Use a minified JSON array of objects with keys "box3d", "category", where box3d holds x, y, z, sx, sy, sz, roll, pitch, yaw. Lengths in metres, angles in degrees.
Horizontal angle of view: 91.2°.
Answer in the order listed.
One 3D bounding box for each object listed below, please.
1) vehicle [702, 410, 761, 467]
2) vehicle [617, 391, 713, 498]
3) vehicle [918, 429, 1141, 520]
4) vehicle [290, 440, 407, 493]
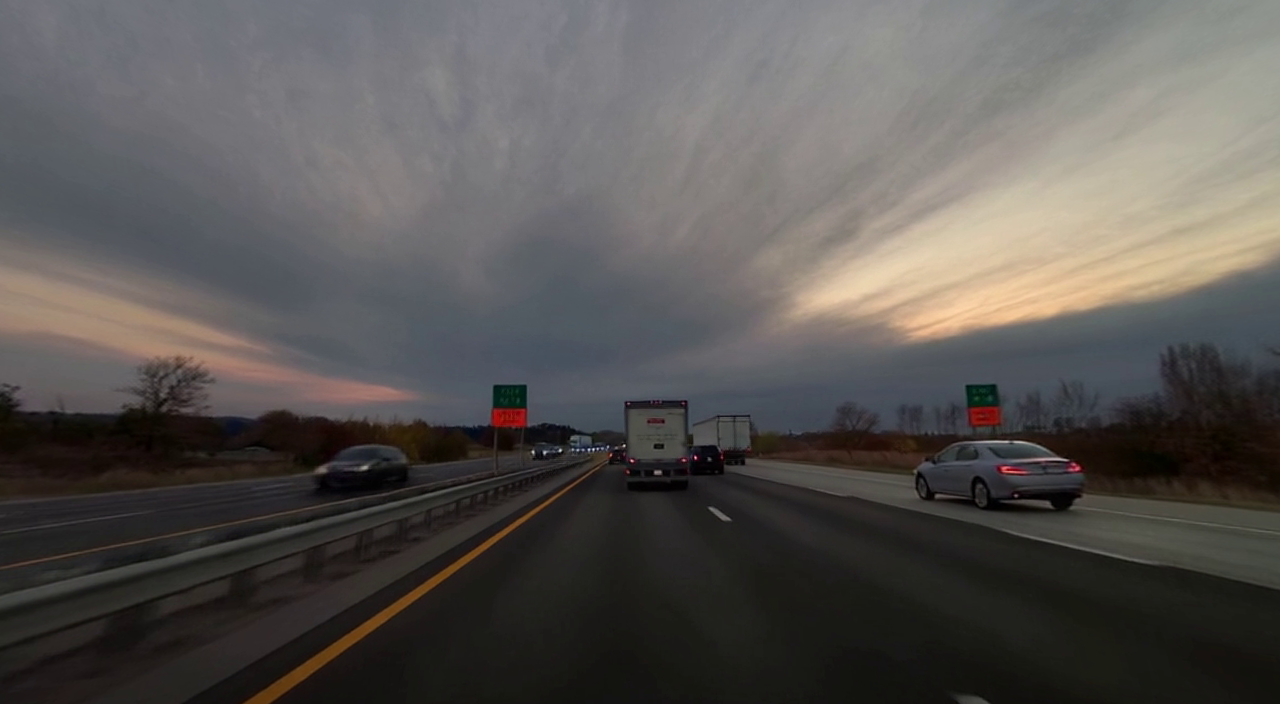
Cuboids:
[{"box3d":[6.916,6.833,48.989,2.928,3.900,10.014,0,-9,0],"category":"vehicle"},{"box3d":[0.959,2.881,19.450,2.506,2.743,6.093,-1,-9,6],"category":"vehicle"},{"box3d":[7.528,2.385,12.670,1.988,1.534,3.763,0,-9,-2],"category":"vehicle"},{"box3d":[-9.647,3.800,21.167,1.918,1.578,4.140,0,-9,0],"category":"vehicle"}]
